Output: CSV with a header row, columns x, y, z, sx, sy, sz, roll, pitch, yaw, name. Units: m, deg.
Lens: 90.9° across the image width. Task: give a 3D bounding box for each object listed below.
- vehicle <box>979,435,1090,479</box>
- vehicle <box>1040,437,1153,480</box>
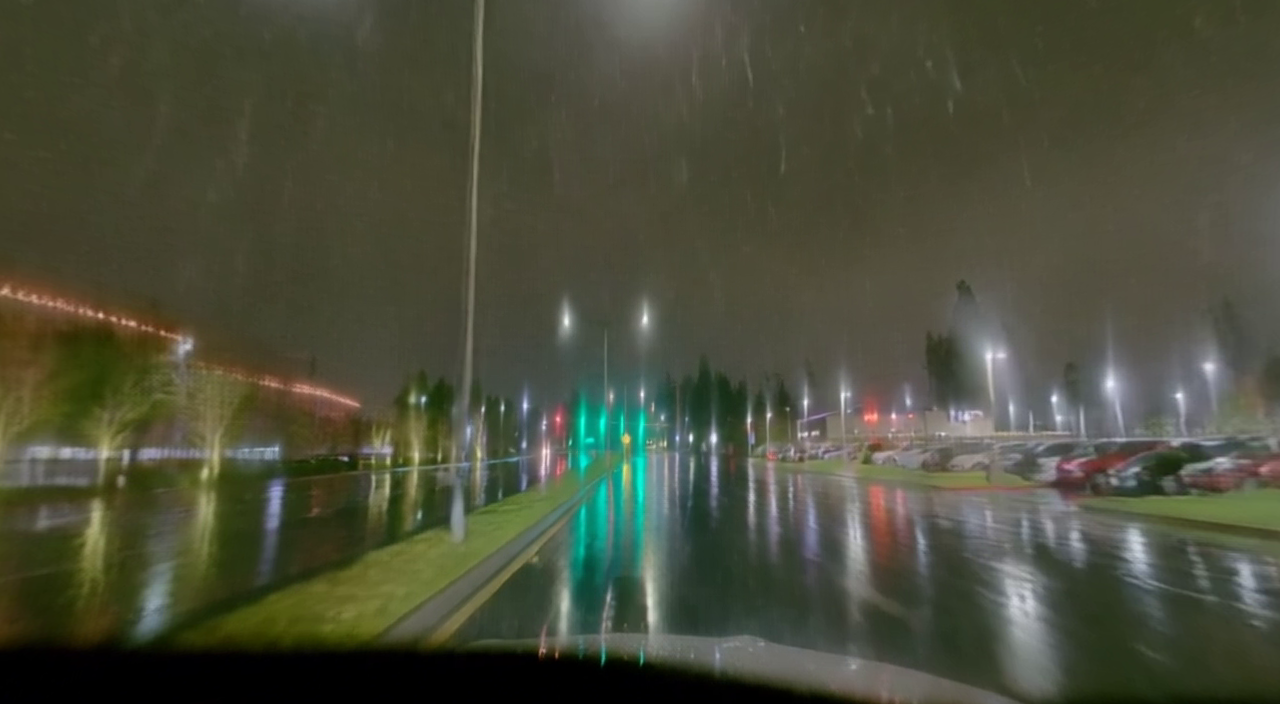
x,y,z,sx,sy,sz,roll,pitch,yaw,name
17.001,4.509,27.459,1.882,1.699,4.367,-1,-8,-1,vehicle
19.521,4.523,27.205,1.859,1.643,4.091,-1,-7,1,vehicle
